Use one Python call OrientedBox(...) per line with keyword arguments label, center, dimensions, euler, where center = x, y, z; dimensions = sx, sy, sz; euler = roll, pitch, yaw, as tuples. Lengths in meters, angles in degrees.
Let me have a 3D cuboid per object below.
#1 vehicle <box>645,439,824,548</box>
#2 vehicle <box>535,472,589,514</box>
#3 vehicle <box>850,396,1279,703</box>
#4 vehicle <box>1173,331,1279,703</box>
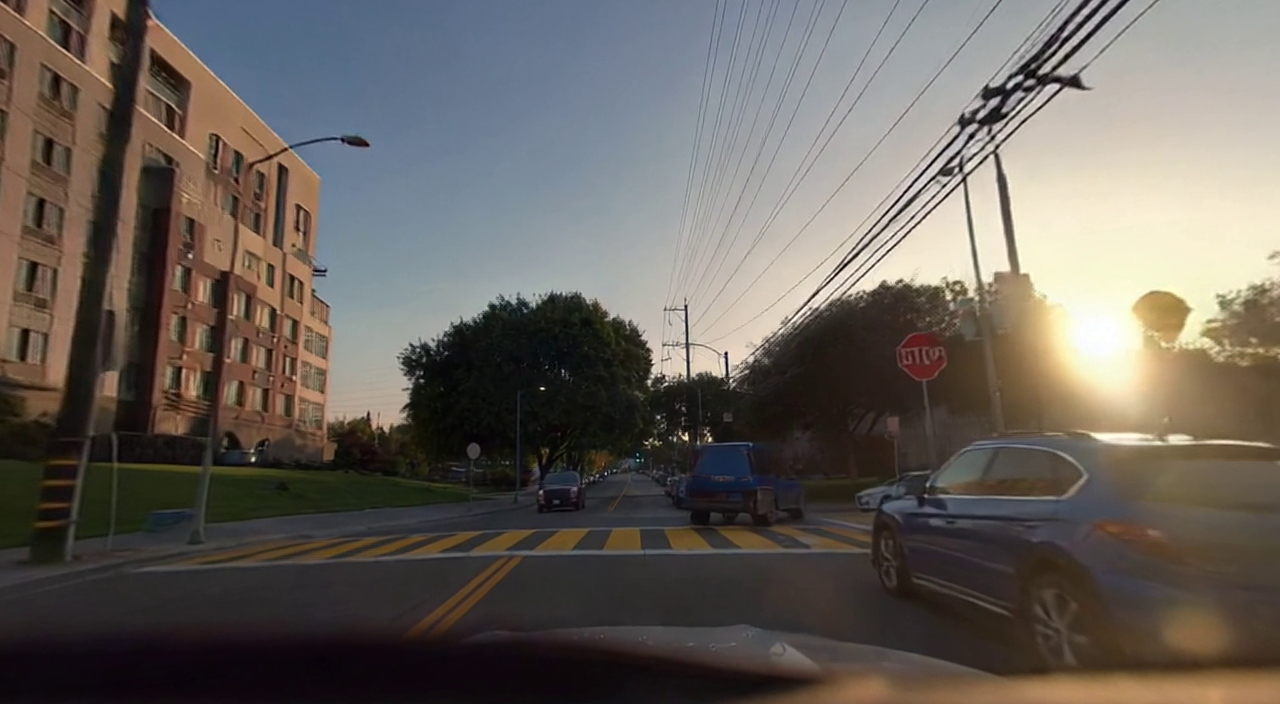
OrientedBox(label="vehicle", center=(2.196, 2.747, 13.203), dimensions=(2.214, 1.789, 4.872), euler=(-4, -9, 27))
OrientedBox(label="vehicle", center=(-3.502, 6.415, 29.000), dimensions=(1.911, 1.563, 4.057), euler=(0, -8, 0))
OrientedBox(label="vehicle", center=(3.266, 1.292, 4.755), dimensions=(1.933, 1.612, 3.941), euler=(0, -8, -1))
OrientedBox(label="vehicle", center=(3.343, 0.522, 0.382), dimensions=(2.039, 1.731, 4.428), euler=(0, -8, -2))
